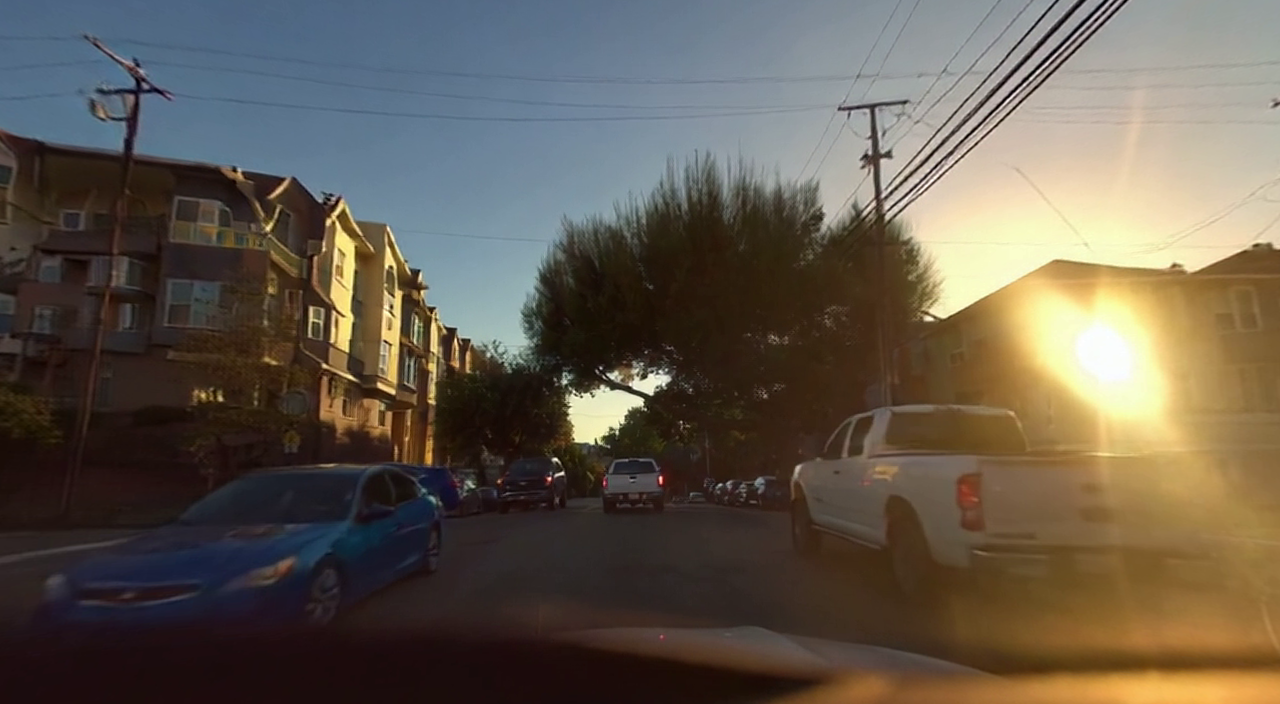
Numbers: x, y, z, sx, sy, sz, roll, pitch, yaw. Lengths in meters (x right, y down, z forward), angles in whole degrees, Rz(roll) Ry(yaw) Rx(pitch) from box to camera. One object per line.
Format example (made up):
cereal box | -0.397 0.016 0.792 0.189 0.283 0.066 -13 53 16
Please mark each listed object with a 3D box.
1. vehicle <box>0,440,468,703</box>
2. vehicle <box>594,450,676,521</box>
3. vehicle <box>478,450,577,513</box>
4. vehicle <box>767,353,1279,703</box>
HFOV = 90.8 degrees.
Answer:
vehicle | -3.095 1.575 5.767 1.868 1.462 4.385 0 -9 -1
vehicle | -0.118 4.177 20.075 2.308 1.940 4.125 -2 -10 1
vehicle | -3.661 4.586 21.963 2.330 1.859 6.068 0 -13 0
vehicle | 2.689 1.308 5.747 2.027 1.907 4.736 0 -9 -1
